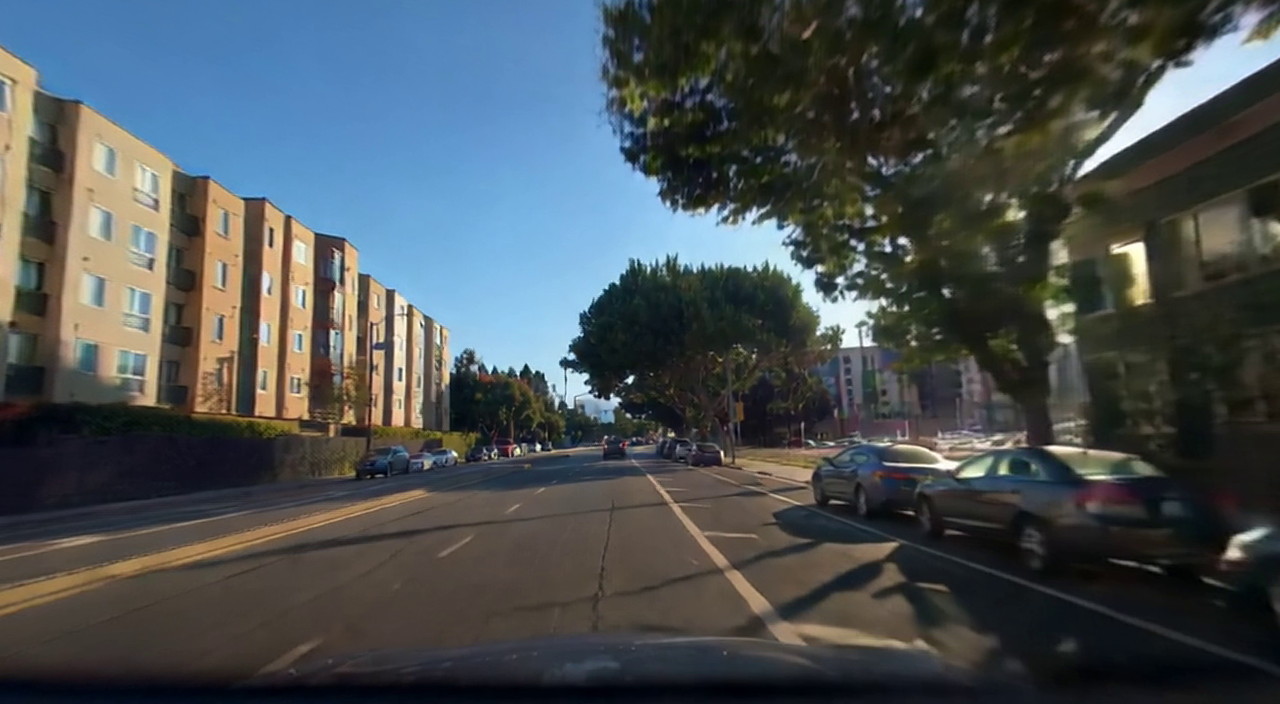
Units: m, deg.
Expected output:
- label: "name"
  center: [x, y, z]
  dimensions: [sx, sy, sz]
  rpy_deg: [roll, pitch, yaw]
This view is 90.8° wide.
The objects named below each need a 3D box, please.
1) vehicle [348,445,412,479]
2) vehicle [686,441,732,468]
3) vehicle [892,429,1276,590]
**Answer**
- label: "vehicle"
  center: [-13.990, 5.909, 34.306]
  dimensions: [1.908, 1.694, 4.306]
  rpy_deg: [1, -8, -5]
- label: "vehicle"
  center: [3.975, 5.971, 37.027]
  dimensions: [2.085, 1.466, 4.276]
  rpy_deg: [0, -8, -2]
- label: "vehicle"
  center: [5.005, 1.778, 8.041]
  dimensions: [1.797, 1.486, 4.154]
  rpy_deg: [0, -8, -1]
